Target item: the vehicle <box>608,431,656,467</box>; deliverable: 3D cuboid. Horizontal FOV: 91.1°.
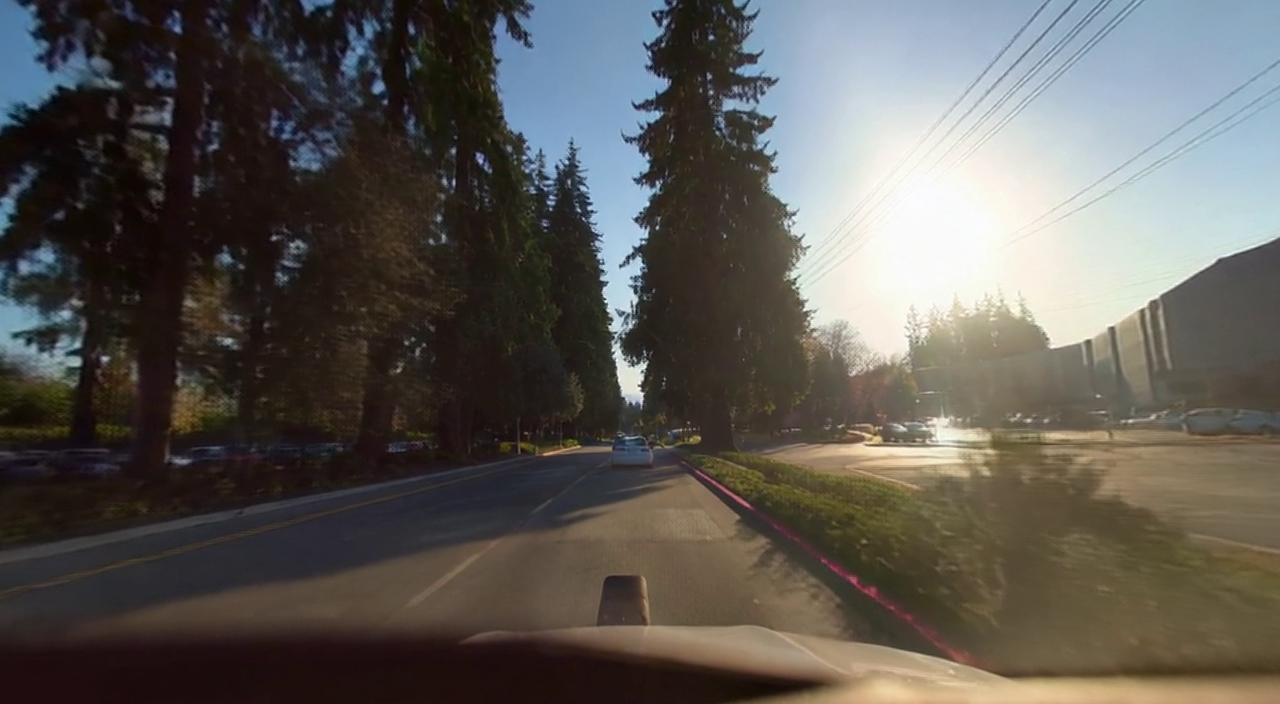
[{"bbox_3d":[-0.335,4.266,27.817,1.991,1.463,3.988,0,-8,0],"label":"vehicle"}]
